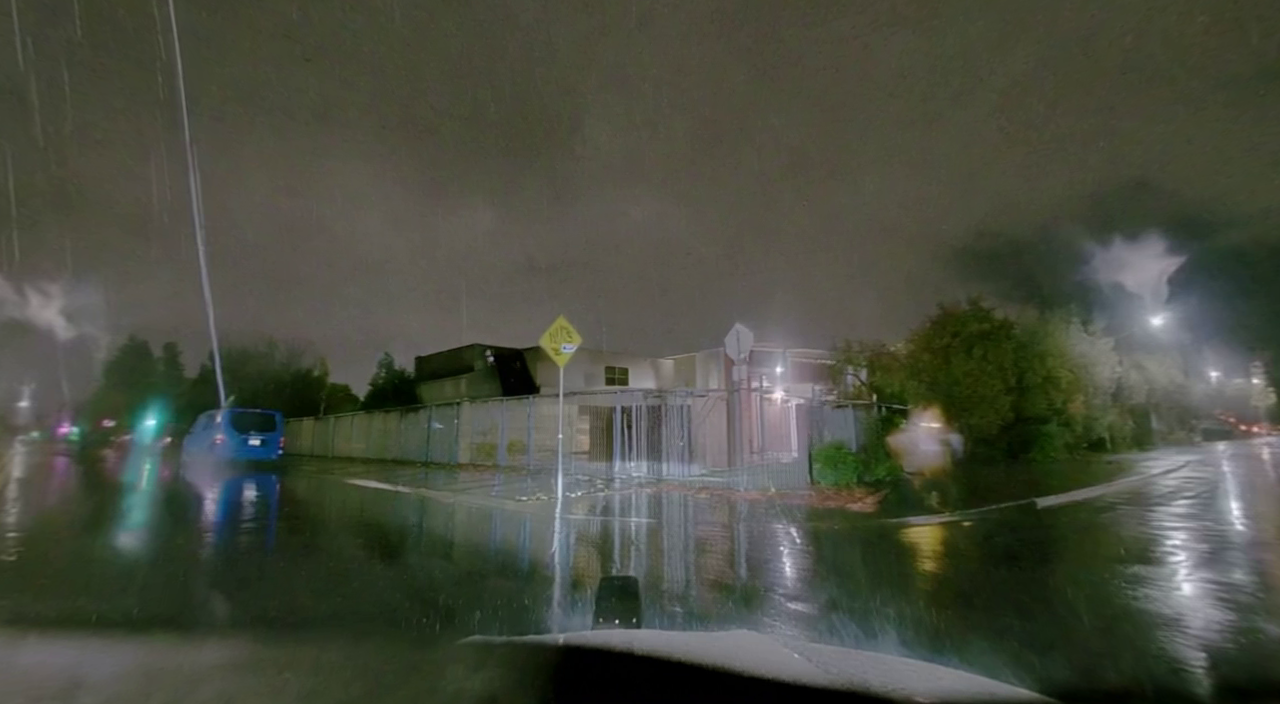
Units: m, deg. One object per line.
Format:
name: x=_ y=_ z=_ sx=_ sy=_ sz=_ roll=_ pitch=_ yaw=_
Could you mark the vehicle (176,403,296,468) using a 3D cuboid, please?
vehicle: x=-14.607 y=3.051 z=22.679 sx=2.327 sy=2.021 sz=5.850 roll=8 pitch=-12 yaw=-44
